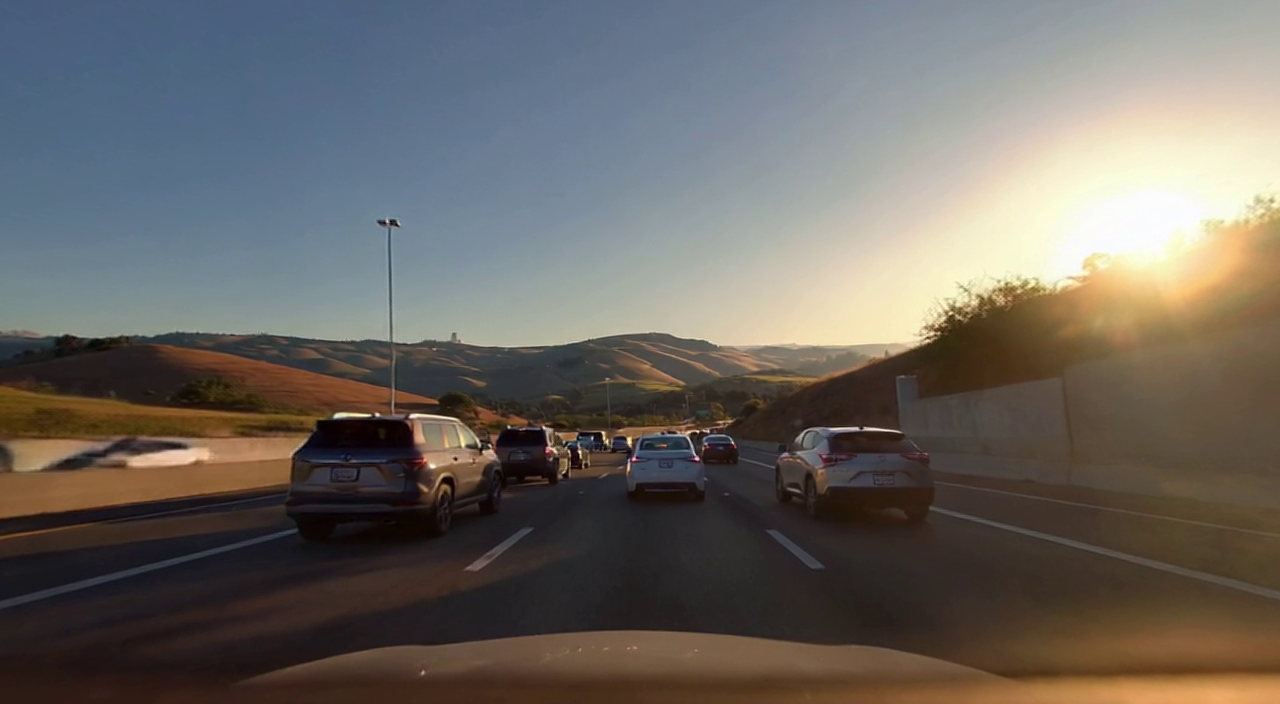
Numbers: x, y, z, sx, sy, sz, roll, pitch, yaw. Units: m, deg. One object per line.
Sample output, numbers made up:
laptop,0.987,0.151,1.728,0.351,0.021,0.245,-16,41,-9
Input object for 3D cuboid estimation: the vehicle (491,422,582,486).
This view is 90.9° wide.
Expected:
vehicle,-3.204,3.292,20.666,1.997,1.806,5.002,0,-8,1

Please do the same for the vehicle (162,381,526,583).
vehicle,-3.311,1.615,8.744,2.301,1.902,5.374,0,-8,1

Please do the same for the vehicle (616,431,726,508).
vehicle,0.619,2.579,14.350,2.105,1.471,4.349,0,-8,1

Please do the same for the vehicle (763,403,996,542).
vehicle,3.510,1.862,10.386,2.046,1.765,4.534,0,-8,0

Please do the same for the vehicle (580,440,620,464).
vehicle,-2.347,6.013,38.195,1.973,1.378,3.677,-1,-8,4
